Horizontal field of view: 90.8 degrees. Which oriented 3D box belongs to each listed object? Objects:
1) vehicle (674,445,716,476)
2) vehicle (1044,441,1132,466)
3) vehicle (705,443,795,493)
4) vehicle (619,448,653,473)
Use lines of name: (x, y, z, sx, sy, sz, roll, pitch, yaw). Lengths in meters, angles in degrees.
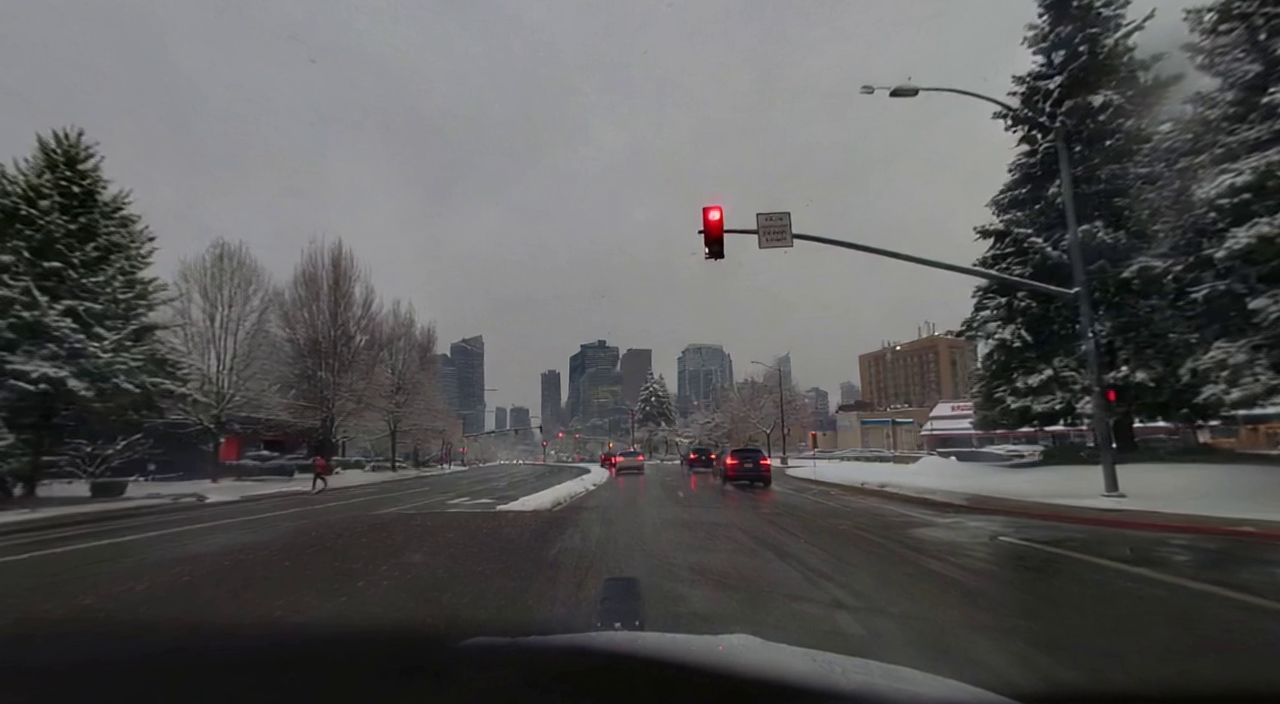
vehicle: (3.304, 6.596, 38.724, 2.046, 1.768, 4.370, 0, -9, -2)
vehicle: (32.987, 7.475, 46.610, 4.894, 1.710, 2.075, 0, -8, 0)
vehicle: (3.759, 4.034, 22.345, 1.966, 1.596, 3.980, 1, -9, -8)
vehicle: (-0.291, 6.993, 40.830, 2.068, 1.512, 3.987, 0, -9, -2)
